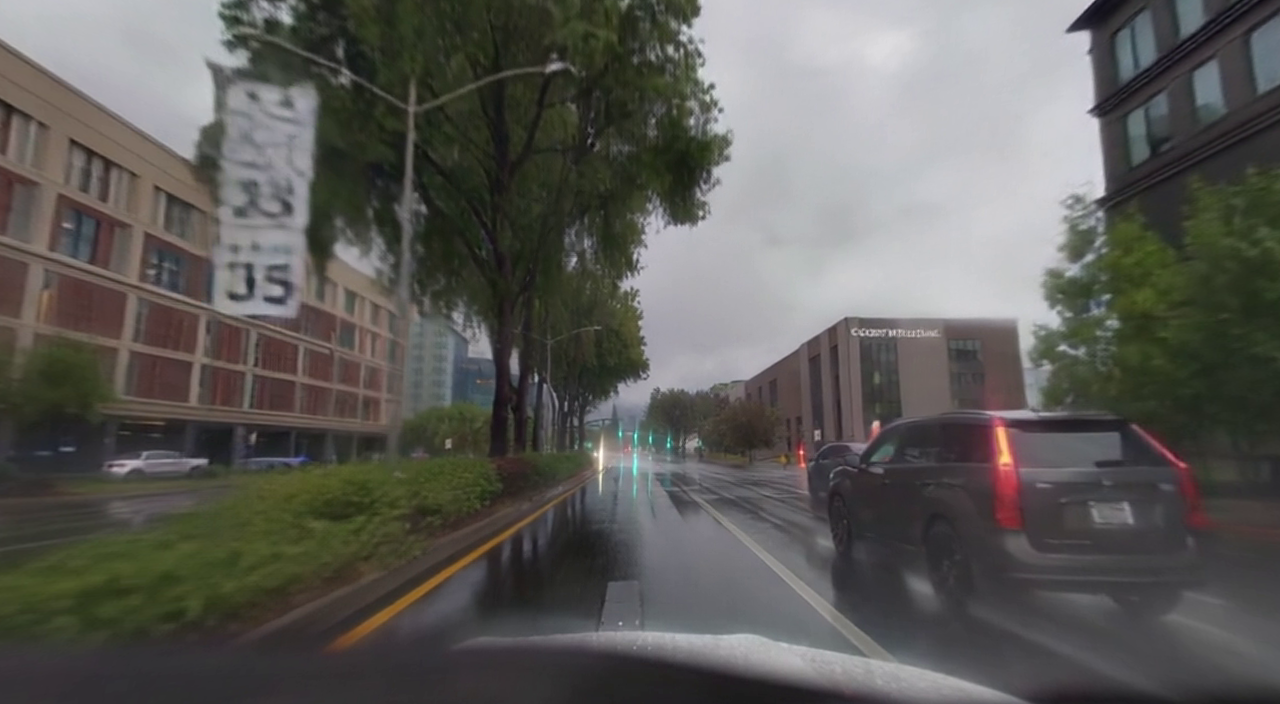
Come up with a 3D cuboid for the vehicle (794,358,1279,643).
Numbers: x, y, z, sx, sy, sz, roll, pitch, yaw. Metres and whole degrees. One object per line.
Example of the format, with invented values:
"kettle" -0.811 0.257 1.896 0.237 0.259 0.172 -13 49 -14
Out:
"vehicle" 3.686 1.407 7.053 2.505 1.971 5.162 0 -9 -1
